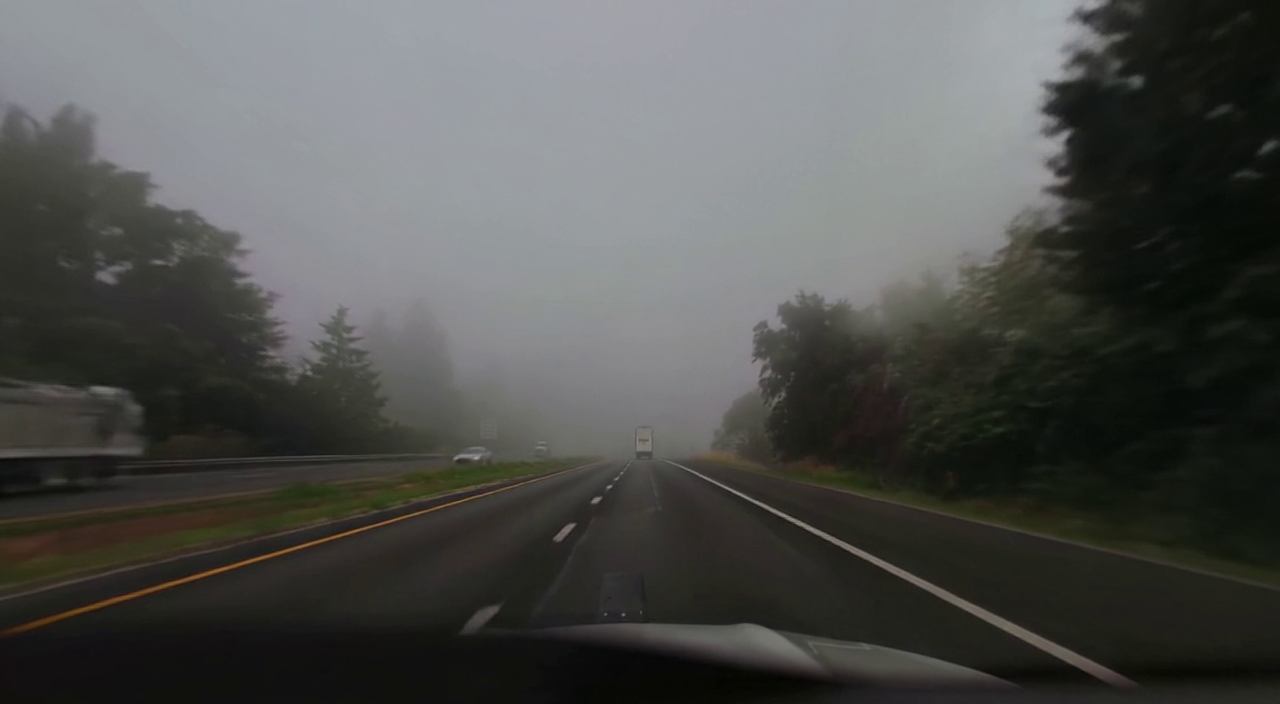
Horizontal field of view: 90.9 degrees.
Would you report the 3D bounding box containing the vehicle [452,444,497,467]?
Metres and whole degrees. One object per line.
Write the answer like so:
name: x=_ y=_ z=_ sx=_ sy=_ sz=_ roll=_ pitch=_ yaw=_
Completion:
vehicle: x=-11.391 y=7.138 z=43.627 sx=1.907 sy=1.454 sz=4.302 roll=0 pitch=-9 yaw=1
